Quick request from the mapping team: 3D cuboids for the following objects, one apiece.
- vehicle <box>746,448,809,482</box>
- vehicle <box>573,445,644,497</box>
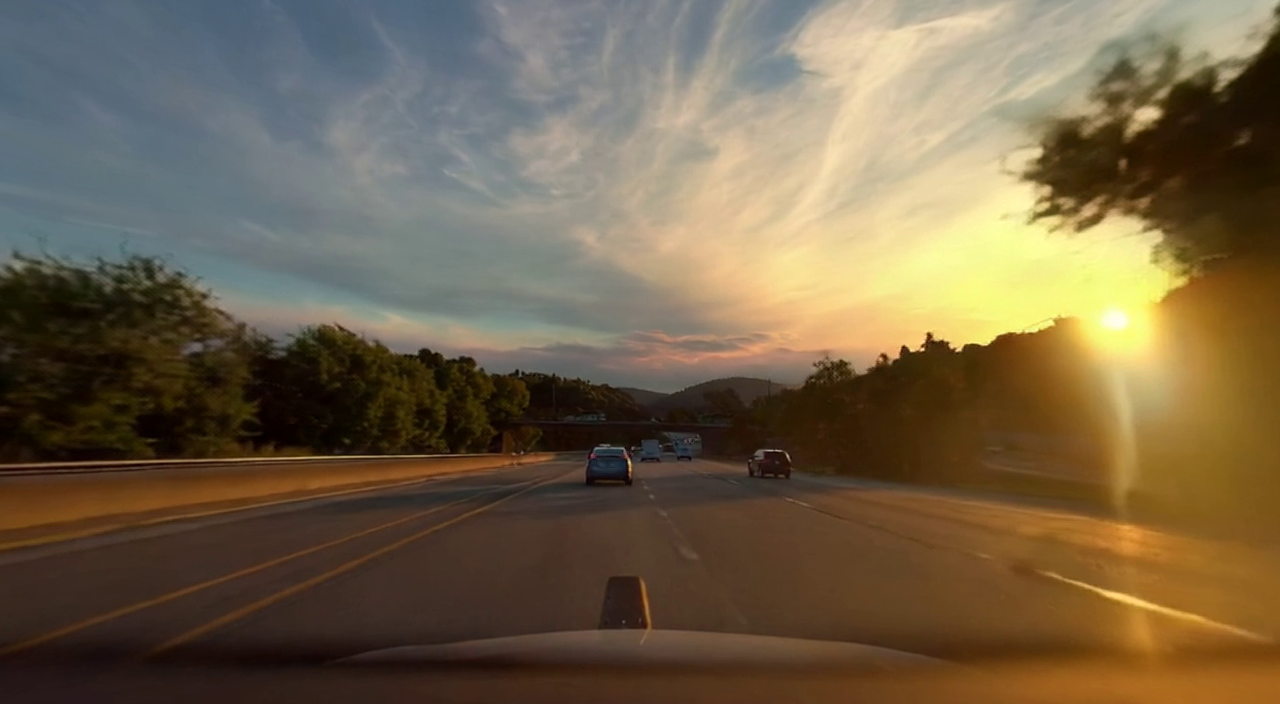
[{"bbox_3d":[6.287,5.194,29.213,1.926,1.483,3.528,0,-9,-3],"label":"vehicle"},{"bbox_3d":[-0.968,3.770,20.397,2.053,1.483,4.185,0,-9,-2],"label":"vehicle"}]
